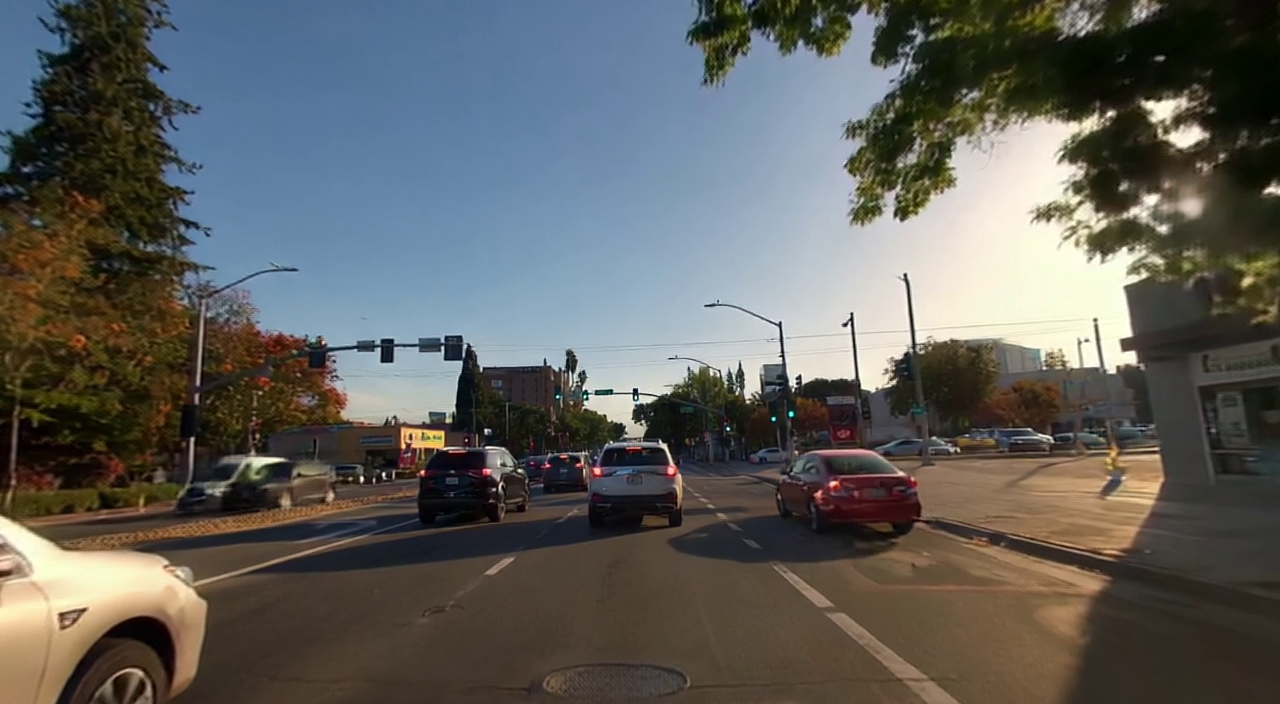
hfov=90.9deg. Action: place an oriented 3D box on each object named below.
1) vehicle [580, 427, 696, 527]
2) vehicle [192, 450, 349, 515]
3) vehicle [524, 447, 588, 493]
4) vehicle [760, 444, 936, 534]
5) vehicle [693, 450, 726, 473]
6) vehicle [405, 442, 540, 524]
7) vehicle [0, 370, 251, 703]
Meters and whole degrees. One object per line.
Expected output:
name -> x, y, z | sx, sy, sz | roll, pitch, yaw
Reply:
vehicle -> -0.013, 2.553, 13.360 | 2.075, 1.770, 4.018 | 0, -9, 1
vehicle -> -11.312, 3.986, 19.799 | 2.103, 1.755, 4.551 | 0, -9, 1
vehicle -> -3.234, 4.591, 24.957 | 1.894, 1.642, 3.861 | 0, -9, 1
vehicle -> 3.885, 2.623, 12.769 | 1.986, 1.457, 4.566 | 0, -9, -1
vehicle -> 4.966, 7.704, 44.640 | 1.878, 1.526, 4.736 | -2, -9, 12
vehicle -> -3.699, 2.945, 14.762 | 1.886, 1.599, 4.247 | 0, -9, 1
vehicle -> -3.342, 0.751, 1.425 | 1.975, 1.624, 4.481 | 0, -9, 1
